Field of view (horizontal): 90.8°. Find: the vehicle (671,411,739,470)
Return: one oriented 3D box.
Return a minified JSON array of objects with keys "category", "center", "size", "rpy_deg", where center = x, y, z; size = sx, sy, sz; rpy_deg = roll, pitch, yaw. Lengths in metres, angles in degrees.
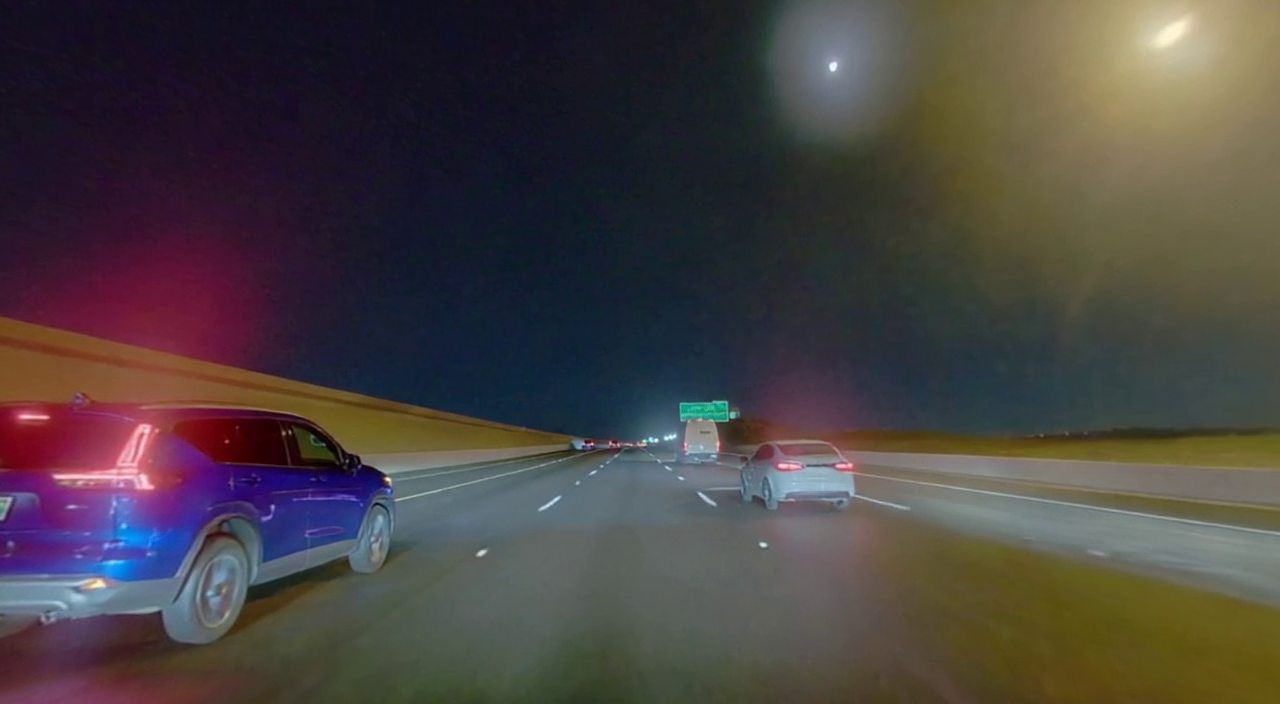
[{"category":"vehicle","center":[3.192,4.591,32.721],"size":[2.629,2.718,6.740],"rpy_deg":[0,-8,-1]}]

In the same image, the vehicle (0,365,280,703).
[{"category":"vehicle","center":[-4.006,0.913,3.087],"size":[2.000,1.646,4.201],"rpy_deg":[0,-8,0]}]

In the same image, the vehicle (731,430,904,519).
[{"category":"vehicle","center":[3.428,2.487,13.466],"size":[2.108,1.509,5.059],"rpy_deg":[0,-8,-1]}]
